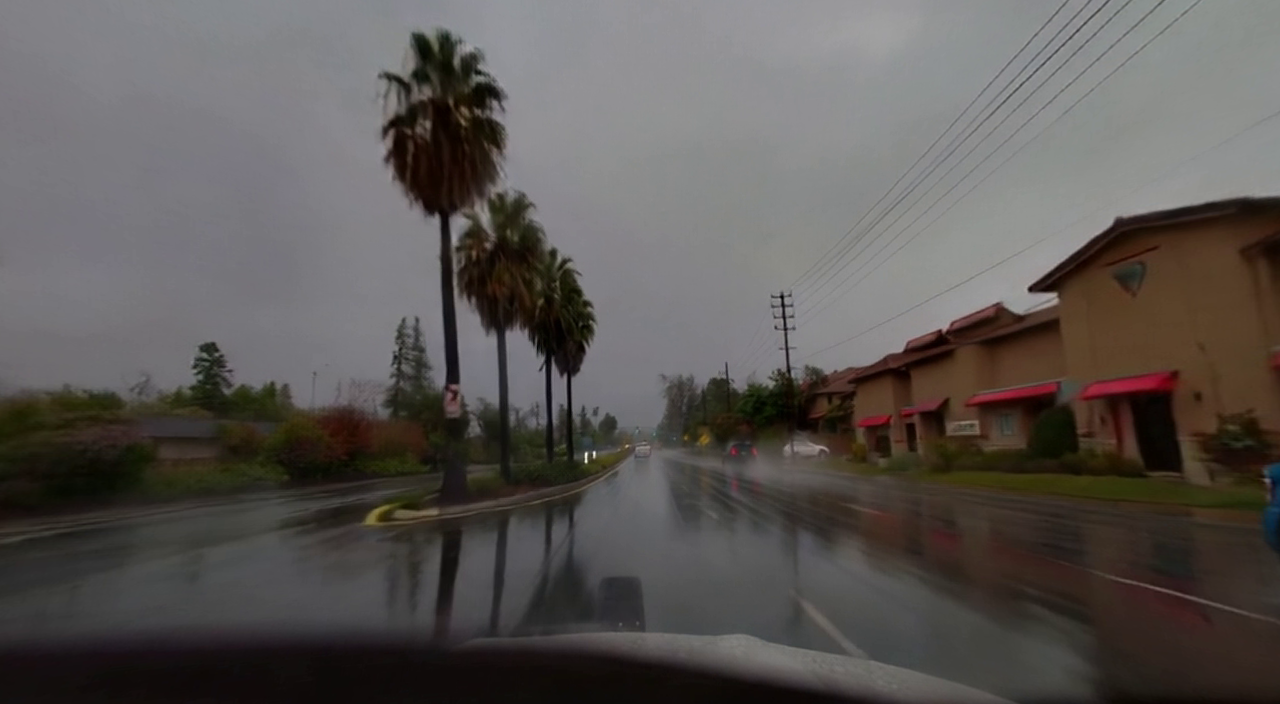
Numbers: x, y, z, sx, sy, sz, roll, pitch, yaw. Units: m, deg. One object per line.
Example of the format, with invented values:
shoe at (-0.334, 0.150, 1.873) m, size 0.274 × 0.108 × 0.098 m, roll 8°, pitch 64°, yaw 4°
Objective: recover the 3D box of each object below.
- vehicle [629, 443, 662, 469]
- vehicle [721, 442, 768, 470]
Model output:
vehicle at (0.333, 7.039, 42.721) m, size 2.138 × 1.702 × 4.168 m, roll 0°, pitch -9°, yaw 0°
vehicle at (6.753, 6.815, 41.325) m, size 2.252 × 1.718 × 4.617 m, roll 0°, pitch -9°, yaw 0°
